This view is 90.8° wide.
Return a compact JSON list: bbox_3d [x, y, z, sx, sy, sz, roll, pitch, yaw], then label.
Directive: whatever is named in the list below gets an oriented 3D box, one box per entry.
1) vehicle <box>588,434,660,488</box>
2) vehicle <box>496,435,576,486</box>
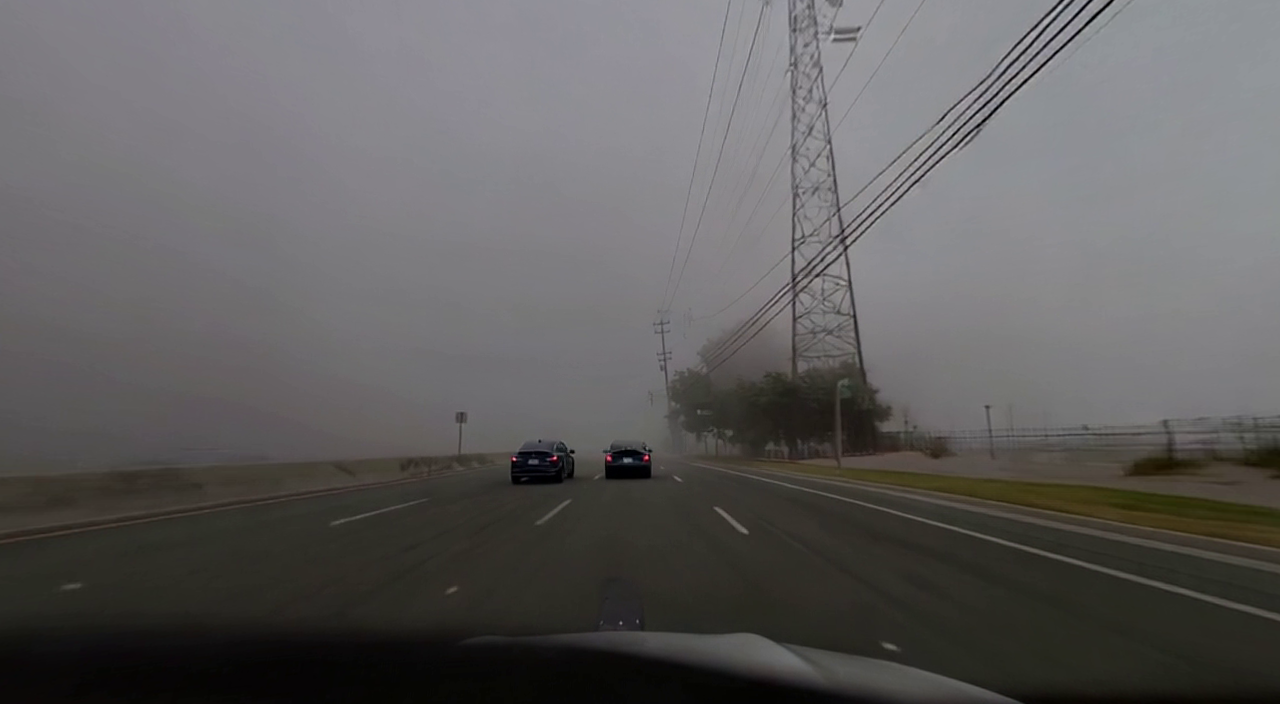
[{"bbox_3d":[-0.497,3.670,21.574,2.189,1.652,4.135,0,-9,0],"label":"vehicle"},{"bbox_3d":[-3.591,3.866,22.757,1.985,1.607,4.892,0,-9,1],"label":"vehicle"}]
